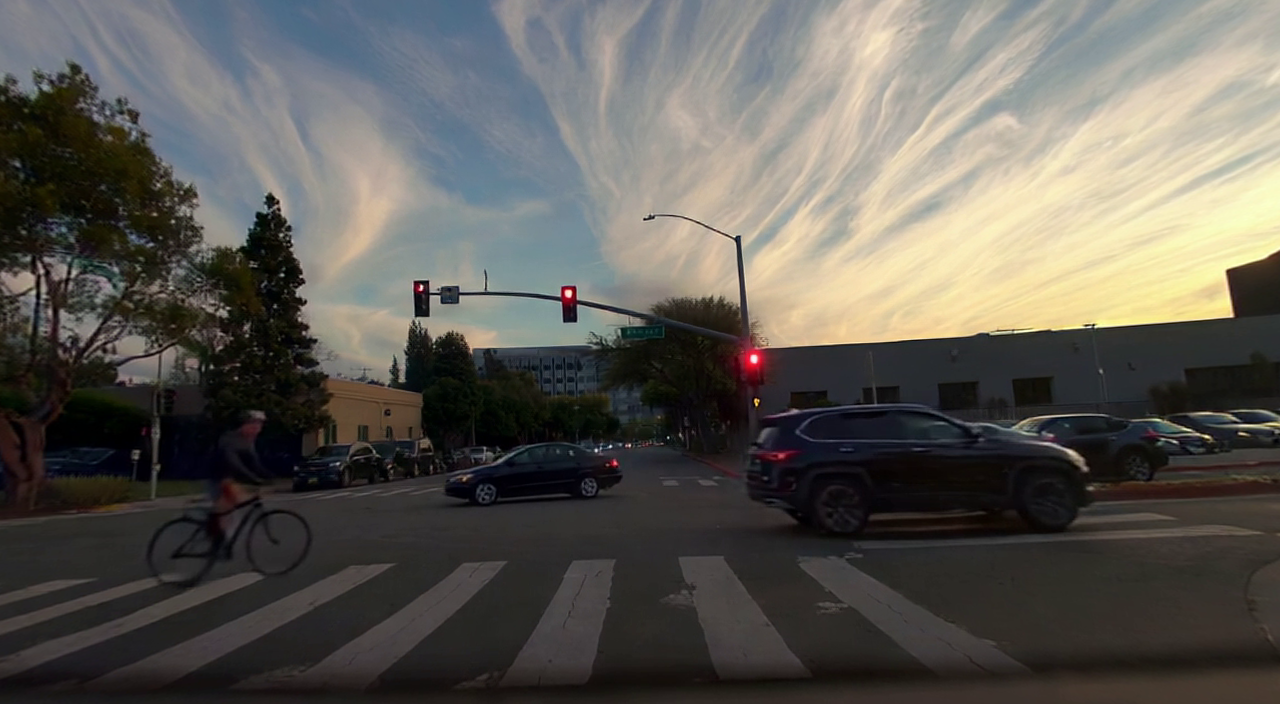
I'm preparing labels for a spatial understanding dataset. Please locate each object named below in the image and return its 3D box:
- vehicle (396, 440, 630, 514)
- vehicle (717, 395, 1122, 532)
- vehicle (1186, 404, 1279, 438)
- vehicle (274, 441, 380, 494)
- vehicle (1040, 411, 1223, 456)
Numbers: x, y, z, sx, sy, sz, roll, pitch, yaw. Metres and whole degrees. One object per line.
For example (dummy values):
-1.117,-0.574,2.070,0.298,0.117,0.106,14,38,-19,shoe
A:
-2.510,2.583,13.304,4.533,1.419,1.755,0,-9,-4,vehicle
3.806,1.666,9.610,5.122,1.781,2.098,-1,-9,5,vehicle
34.900,4.018,36.646,4.326,1.511,1.725,-8,-9,17,vehicle
-13.737,5.055,28.139,2.251,1.957,4.968,-4,-9,-1,vehicle
16.958,2.903,22.101,4.560,1.453,1.851,-3,-9,18,vehicle
